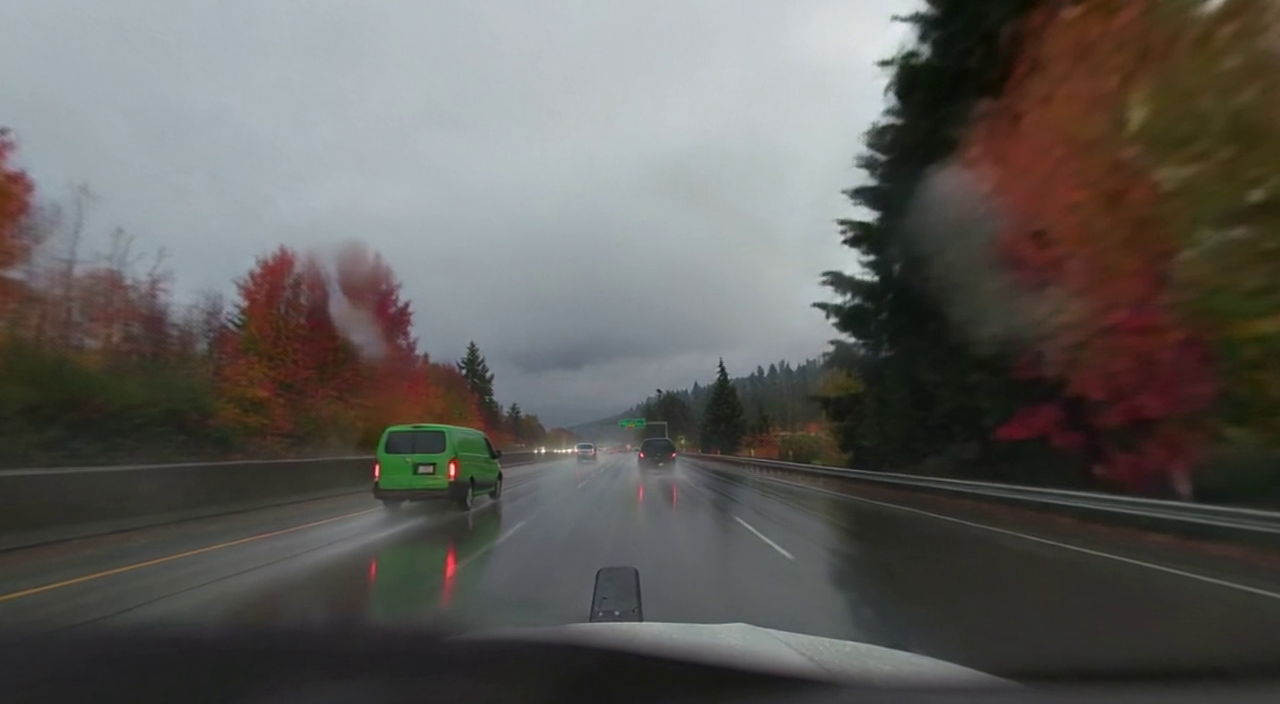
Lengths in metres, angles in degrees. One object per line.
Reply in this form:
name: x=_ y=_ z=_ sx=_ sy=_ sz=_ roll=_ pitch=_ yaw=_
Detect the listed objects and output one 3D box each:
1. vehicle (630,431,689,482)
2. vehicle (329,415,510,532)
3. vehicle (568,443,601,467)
vehicle: x=0.700 y=4.363 z=26.283 sx=2.179 sy=1.930 sz=4.538 roll=0 pitch=-9 yaw=-2
vehicle: x=-3.833 y=2.185 z=11.751 sx=2.021 sy=1.790 sz=3.907 roll=0 pitch=-9 yaw=-1
vehicle: x=-4.110 y=7.702 z=46.919 sx=2.088 sy=1.688 sz=4.365 roll=0 pitch=-9 yaw=-1
